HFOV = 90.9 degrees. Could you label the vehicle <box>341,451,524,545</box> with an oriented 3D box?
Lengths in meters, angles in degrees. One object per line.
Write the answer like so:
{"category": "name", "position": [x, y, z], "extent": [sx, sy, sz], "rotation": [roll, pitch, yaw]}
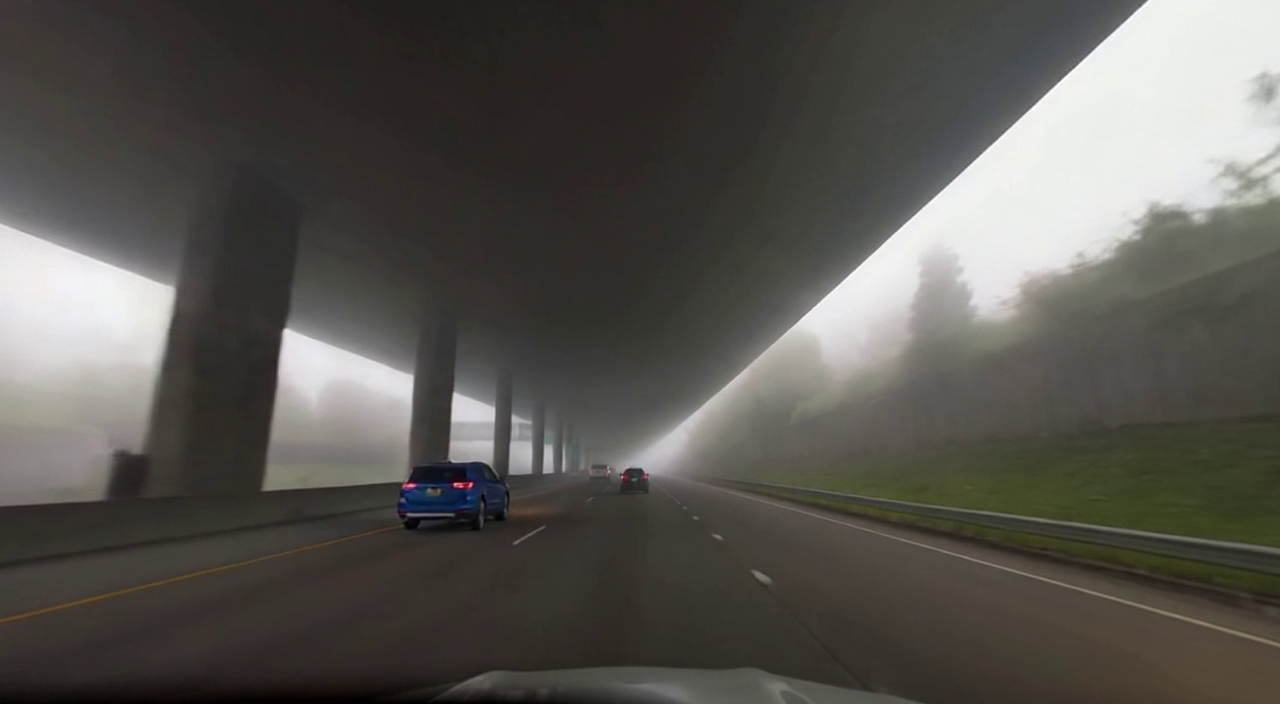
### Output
{"category": "vehicle", "position": [-3.925, 2.890, 12.981], "extent": [2.102, 1.521, 4.687], "rotation": [1, -11, 1]}

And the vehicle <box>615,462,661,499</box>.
{"category": "vehicle", "position": [-0.110, 5.989, 29.518], "extent": [1.992, 1.601, 3.762], "rotation": [1, -11, -1]}
